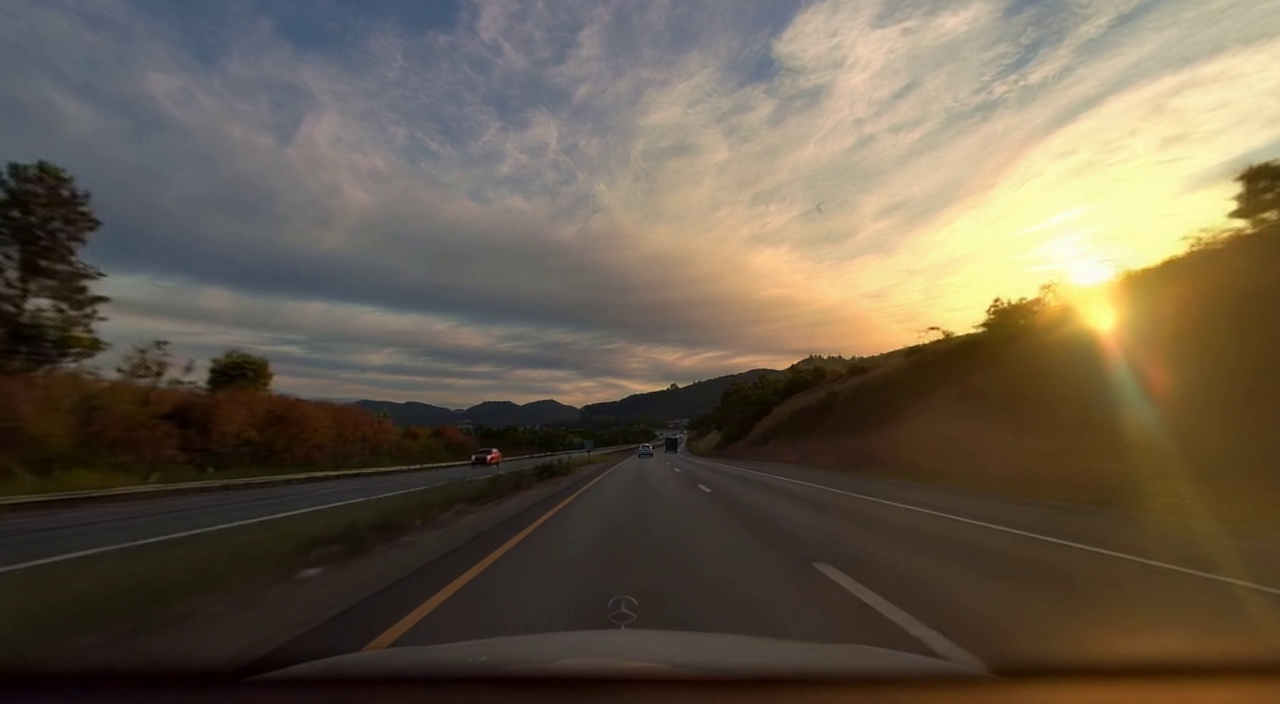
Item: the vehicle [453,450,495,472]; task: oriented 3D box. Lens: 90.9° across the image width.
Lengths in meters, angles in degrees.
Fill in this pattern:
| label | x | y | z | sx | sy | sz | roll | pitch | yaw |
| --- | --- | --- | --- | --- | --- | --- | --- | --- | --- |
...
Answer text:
| label | x | y | z | sx | sy | sz | roll | pitch | yaw |
| --- | --- | --- | --- | --- | --- | --- | --- | --- | --- |
| vehicle | -12.816 | 8.406 | 48.956 | 1.993 | 1.537 | 4.613 | -2 | -9 | 1 |
